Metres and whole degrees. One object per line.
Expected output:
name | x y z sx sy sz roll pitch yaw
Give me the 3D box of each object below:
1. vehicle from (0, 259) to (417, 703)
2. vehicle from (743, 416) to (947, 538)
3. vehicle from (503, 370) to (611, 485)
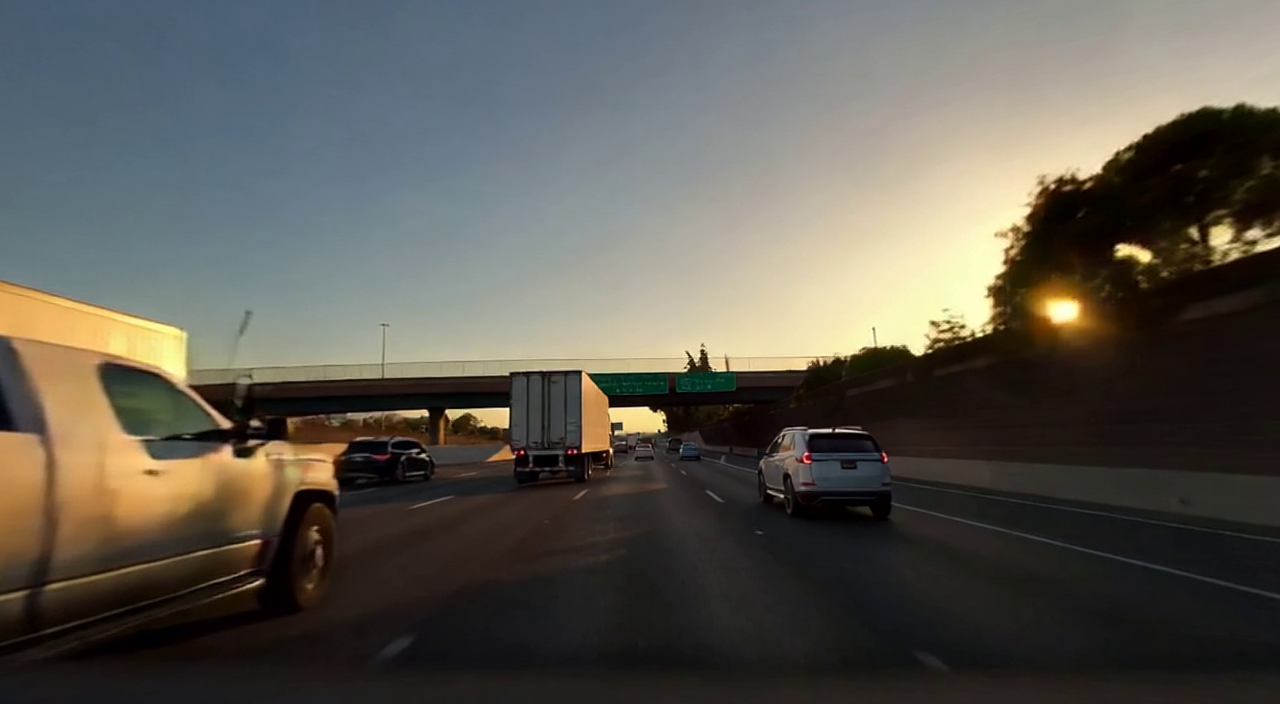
vehicle | -3.590 0.796 2.929 2.645 2.023 6.491 0 -8 1
vehicle | 3.194 2.048 10.935 2.028 1.658 4.334 0 -8 -1
vehicle | -3.328 3.816 30.445 2.869 4.108 15.564 0 -8 1
